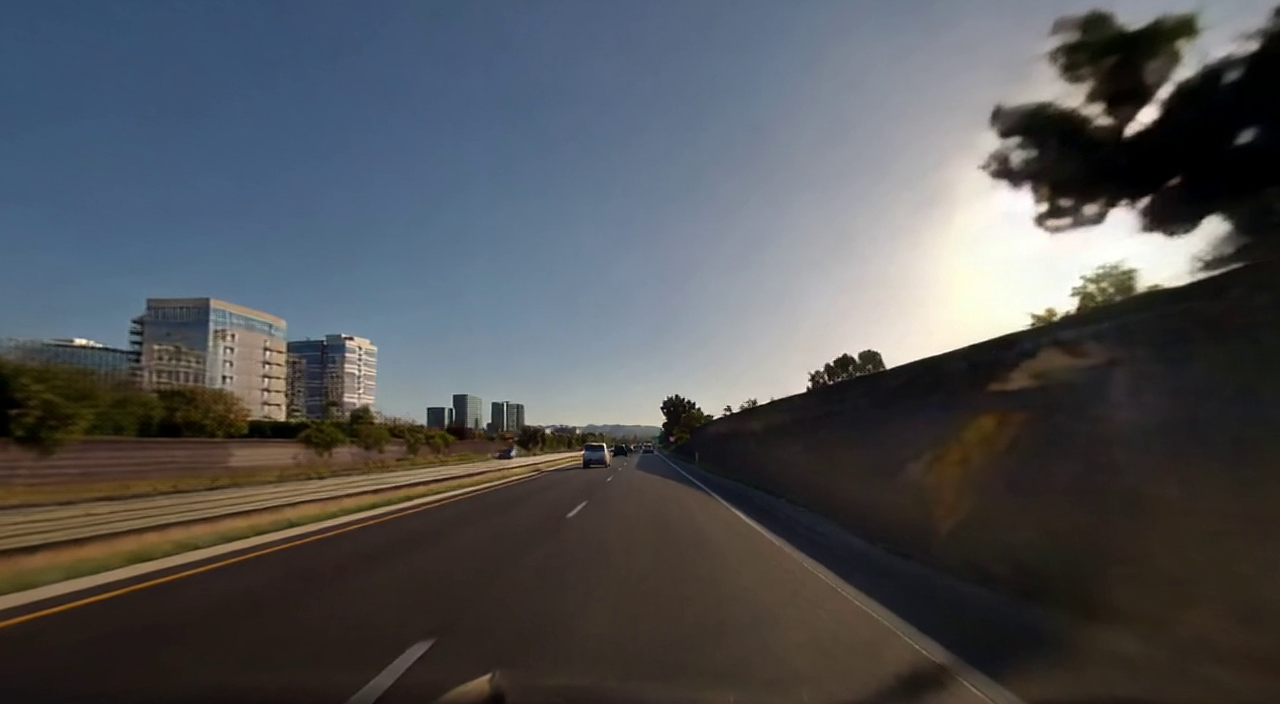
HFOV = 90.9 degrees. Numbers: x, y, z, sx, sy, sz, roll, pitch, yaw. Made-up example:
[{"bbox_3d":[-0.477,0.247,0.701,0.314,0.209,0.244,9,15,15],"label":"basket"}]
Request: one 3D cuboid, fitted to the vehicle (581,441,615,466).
[{"bbox_3d":[-3.206,7.880,49.127,2.159,1.793,5.027,-1,-9,1],"label":"vehicle"}]
